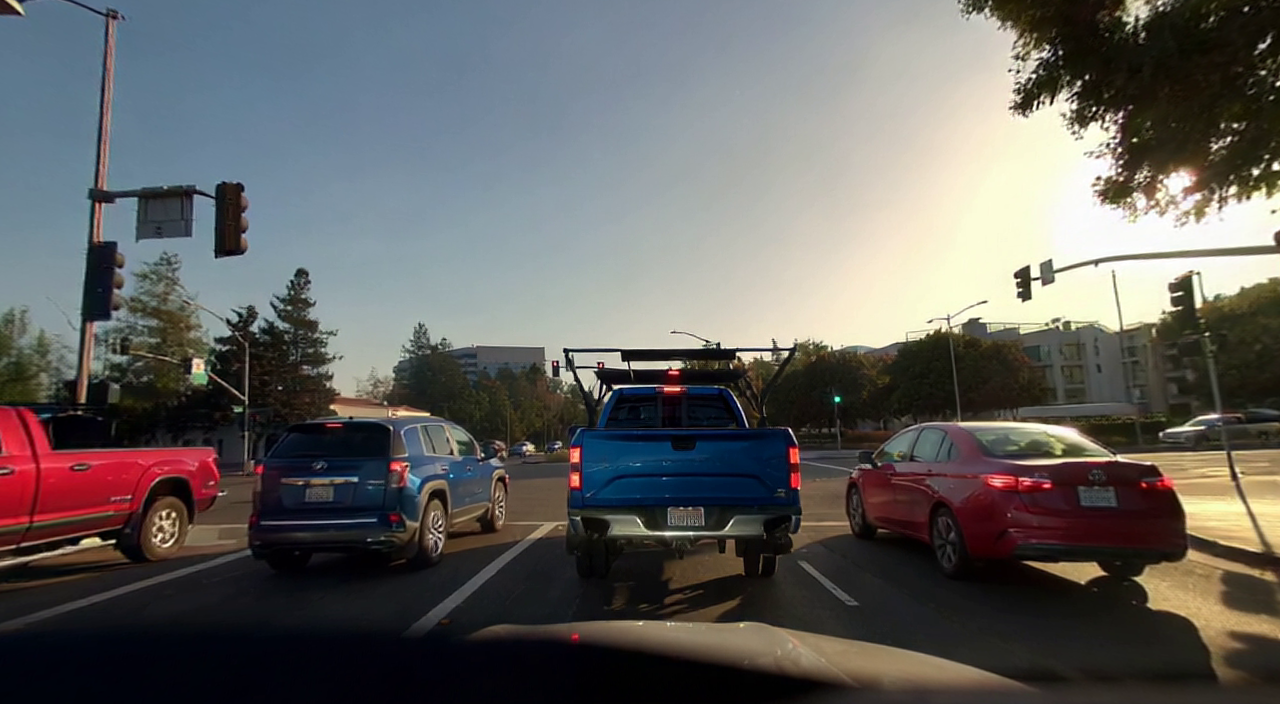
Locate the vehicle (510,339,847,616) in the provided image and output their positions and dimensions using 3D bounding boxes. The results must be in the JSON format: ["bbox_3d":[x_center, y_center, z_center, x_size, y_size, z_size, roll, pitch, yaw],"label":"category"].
[{"bbox_3d":[0.326,1.282,7.205,2.505,2.084,4.768,0,-8,1],"label":"vehicle"}]

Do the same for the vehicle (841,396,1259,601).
[{"bbox_3d":[4.038,1.509,7.331,1.984,1.659,4.226,0,-8,0],"label":"vehicle"}]

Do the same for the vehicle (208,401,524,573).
[{"bbox_3d":[-3.270,1.729,8.891,2.125,1.739,4.707,0,-8,3],"label":"vehicle"}]

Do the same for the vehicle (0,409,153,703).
[{"bbox_3d":[-3.396,0.710,0.664,1.998,1.481,4.656,0,-8,1],"label":"vehicle"}]
